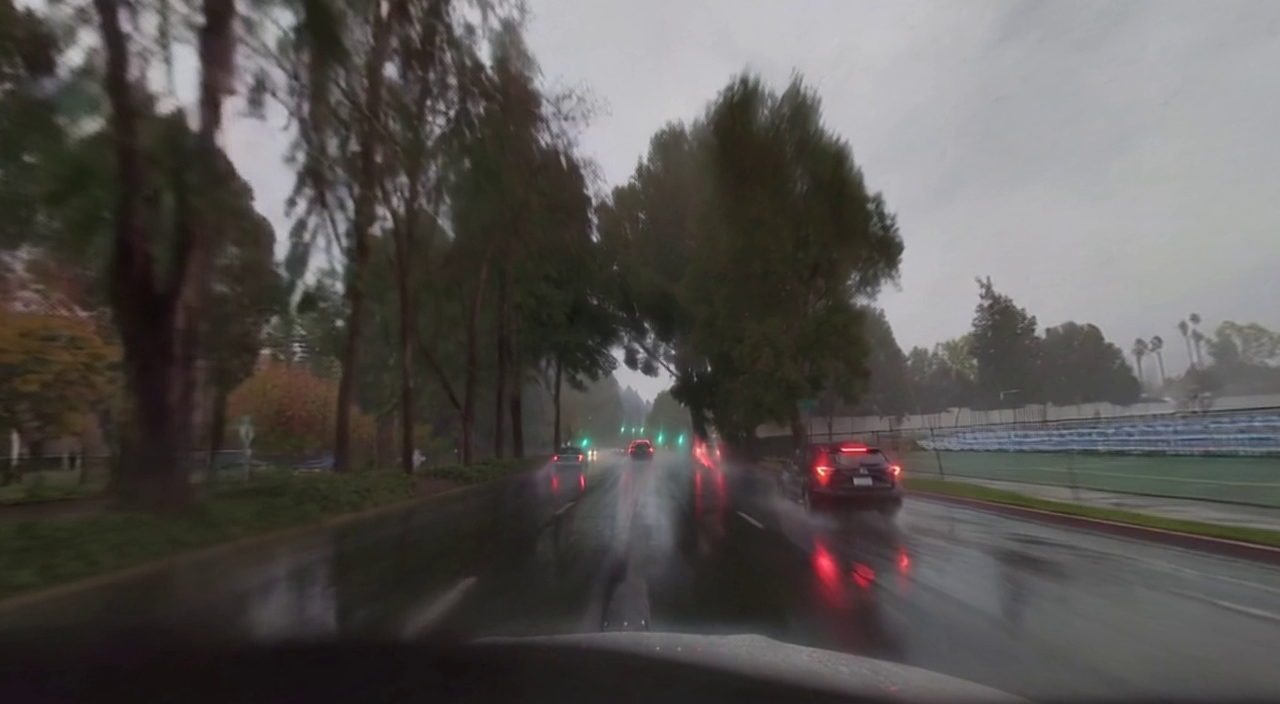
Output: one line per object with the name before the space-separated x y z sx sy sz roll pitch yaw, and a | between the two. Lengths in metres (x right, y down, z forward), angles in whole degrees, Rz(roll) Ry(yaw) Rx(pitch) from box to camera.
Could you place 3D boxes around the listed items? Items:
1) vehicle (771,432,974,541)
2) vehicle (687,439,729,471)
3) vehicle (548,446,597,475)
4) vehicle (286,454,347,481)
vehicle | 3.717 2.214 11.037 1.919 1.502 4.232 0 -9 0
vehicle | 3.888 5.974 36.742 1.980 1.709 4.367 0 -9 0
vehicle | -3.378 5.529 32.316 2.013 1.354 3.908 0 -9 1
vehicle | -22.455 7.989 43.921 1.959 1.733 4.681 1 -9 -3
